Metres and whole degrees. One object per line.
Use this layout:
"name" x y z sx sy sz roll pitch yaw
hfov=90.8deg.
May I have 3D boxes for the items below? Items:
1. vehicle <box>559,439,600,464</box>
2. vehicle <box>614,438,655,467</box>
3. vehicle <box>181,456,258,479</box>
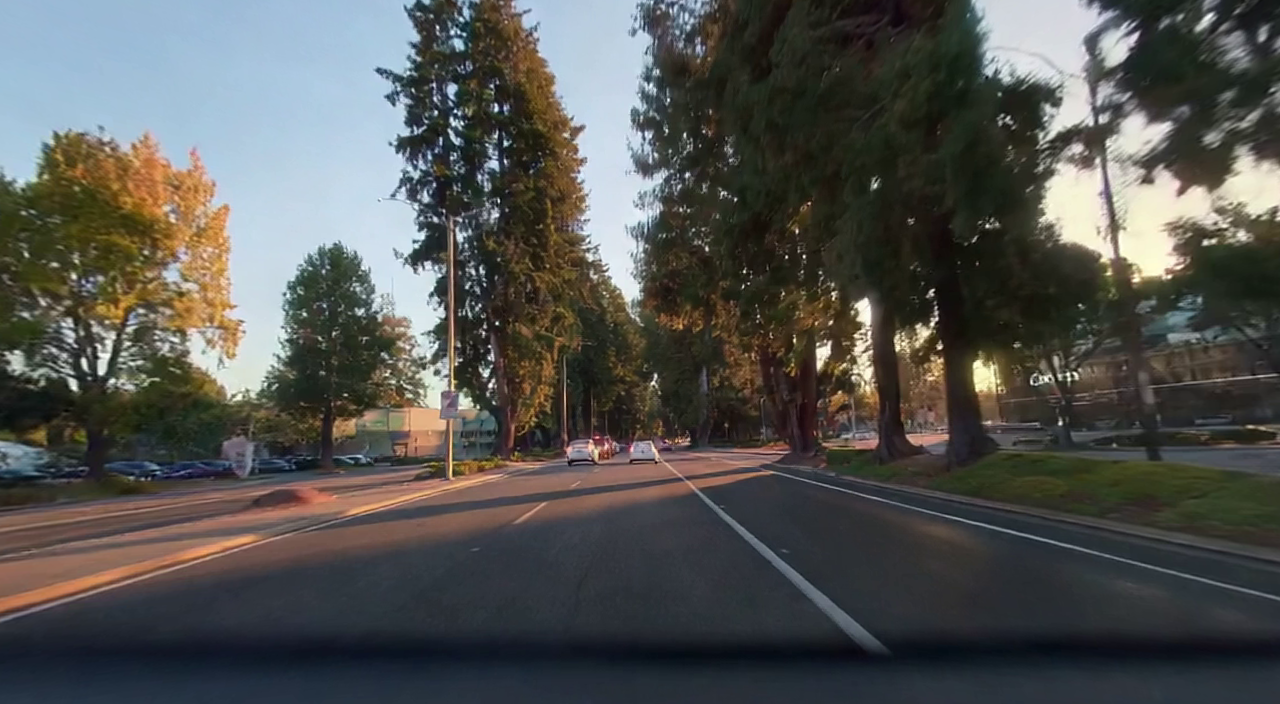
"vehicle" -3.671 6.179 39.334 2.139 1.487 4.453 0 -8 0
"vehicle" -0.319 5.499 34.741 2.126 1.475 3.967 0 -8 -1
"vehicle" -28.730 7.899 43.248 3.942 1.471 1.859 0 -8 0
